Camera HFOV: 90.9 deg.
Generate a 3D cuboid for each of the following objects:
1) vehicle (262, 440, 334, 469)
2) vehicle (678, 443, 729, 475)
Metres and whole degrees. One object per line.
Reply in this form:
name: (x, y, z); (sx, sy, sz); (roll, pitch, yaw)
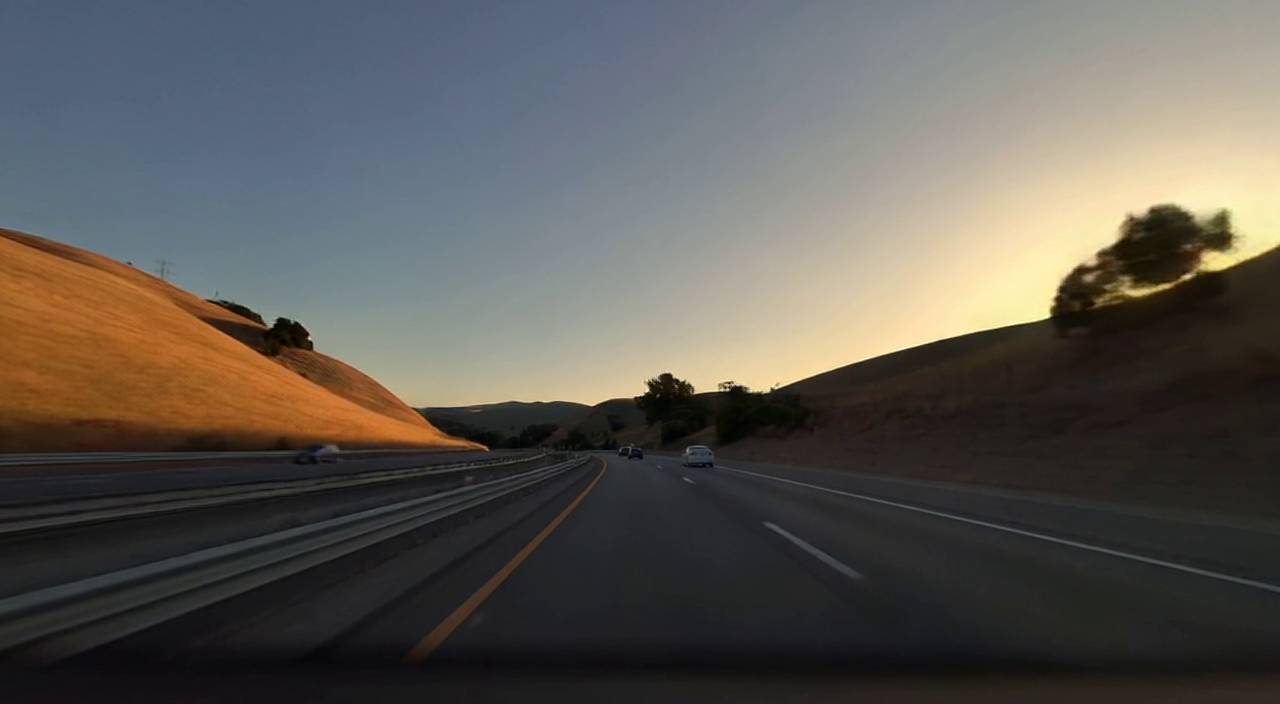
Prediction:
vehicle: (-21.750, 6.531, 40.372); (2.062, 1.750, 4.749); (0, -8, -2)
vehicle: (3.263, 5.606, 33.346); (1.960, 1.516, 4.657); (0, -8, -3)
